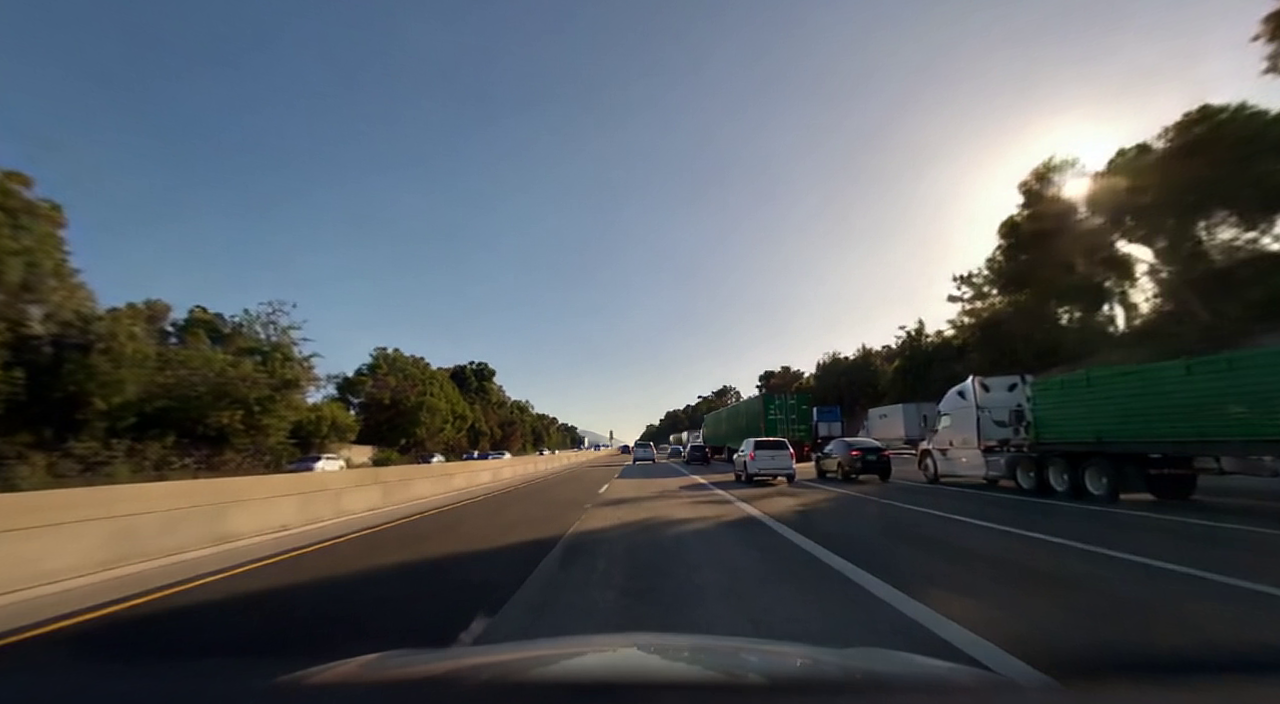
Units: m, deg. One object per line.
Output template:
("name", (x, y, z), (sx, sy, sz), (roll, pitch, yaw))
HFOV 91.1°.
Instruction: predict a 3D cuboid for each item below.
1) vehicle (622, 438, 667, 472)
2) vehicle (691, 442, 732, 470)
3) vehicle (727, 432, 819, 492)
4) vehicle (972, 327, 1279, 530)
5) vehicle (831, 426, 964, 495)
("vehicle", (0.249, 5.711, 35.108), (2.313, 1.736, 4.215), (0, -8, 0))
("vehicle", (4.158, 6.087, 37.003), (1.888, 1.501, 4.608), (0, -8, 0))
("vehicle", (4.081, 3.423, 19.946), (1.972, 1.693, 4.139), (0, -8, -1))
("vehicle", (11.649, 1.840, 14.260), (2.786, 3.226, 9.750), (0, -8, 0))
("vehicle", (7.633, 3.255, 19.196), (1.985, 1.835, 4.681), (0, -8, -1))
